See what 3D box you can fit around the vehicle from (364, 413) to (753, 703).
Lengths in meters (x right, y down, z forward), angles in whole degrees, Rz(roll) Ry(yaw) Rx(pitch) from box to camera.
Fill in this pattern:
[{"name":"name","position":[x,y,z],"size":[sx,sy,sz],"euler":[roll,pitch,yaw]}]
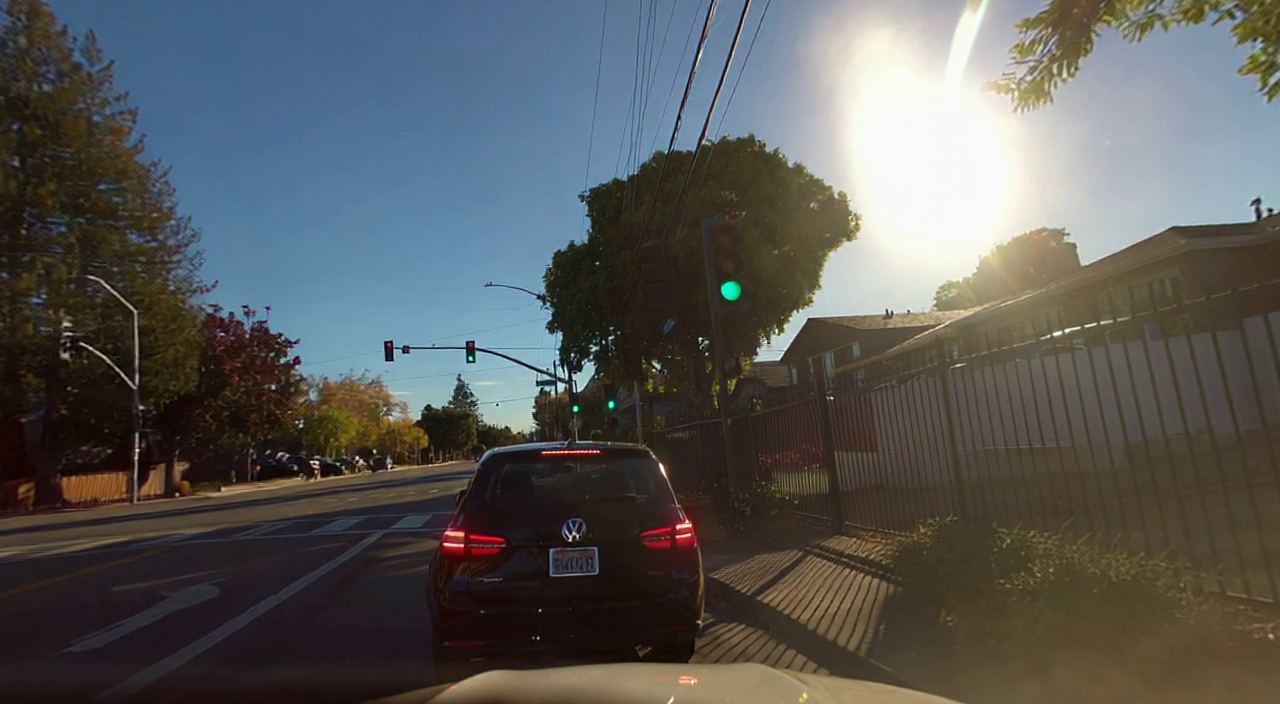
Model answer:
[{"name":"vehicle","position":[-0.670,1.359,5.223],"size":[2.024,1.502,3.702],"euler":[1,-9,-9]}]
